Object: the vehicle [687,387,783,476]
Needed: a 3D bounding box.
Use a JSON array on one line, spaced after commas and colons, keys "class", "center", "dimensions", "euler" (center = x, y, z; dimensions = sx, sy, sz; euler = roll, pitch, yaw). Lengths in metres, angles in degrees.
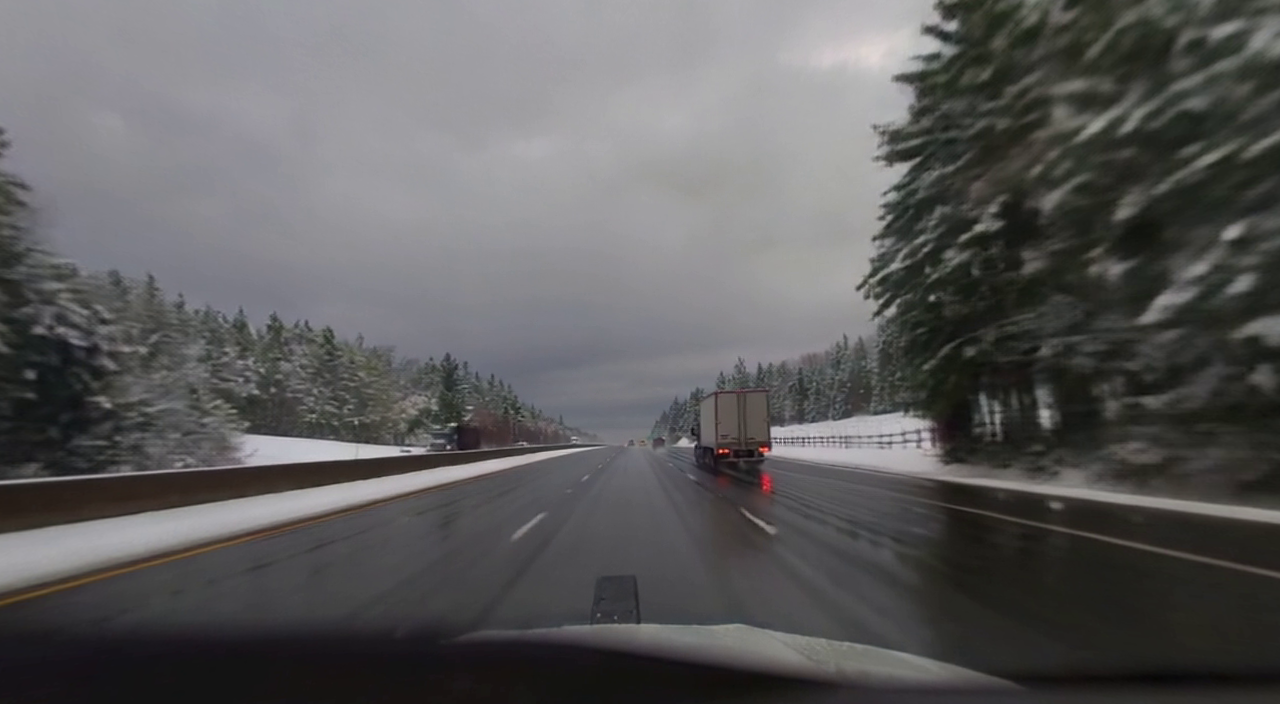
[{"class": "vehicle", "center": [3.907, 3.556, 27.879], "dimensions": [2.766, 3.349, 7.796], "euler": [0, -8, -2]}]
